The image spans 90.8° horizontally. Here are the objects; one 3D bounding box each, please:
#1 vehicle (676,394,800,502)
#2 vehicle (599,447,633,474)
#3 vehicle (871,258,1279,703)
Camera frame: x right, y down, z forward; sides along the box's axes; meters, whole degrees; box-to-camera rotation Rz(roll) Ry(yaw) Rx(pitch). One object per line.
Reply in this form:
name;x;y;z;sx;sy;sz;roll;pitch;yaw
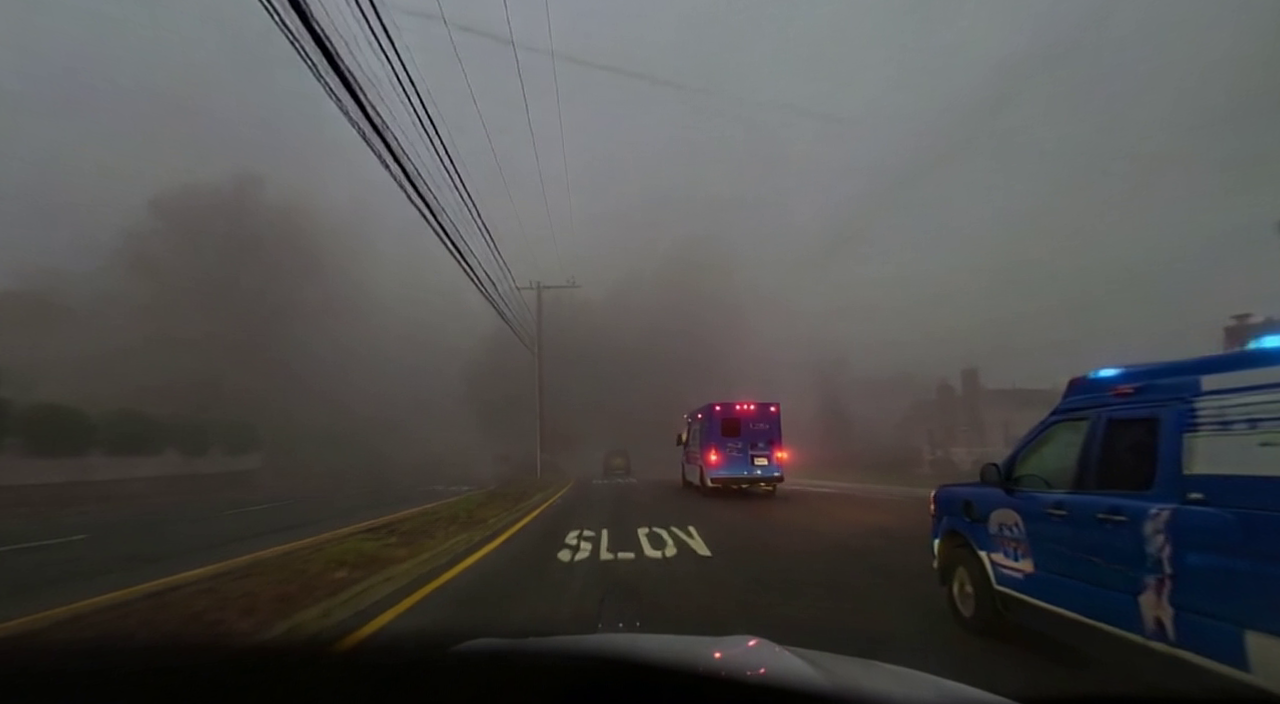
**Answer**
vehicle;2.652;2.865;18.929;2.406;2.687;5.521;-1;-9;-4
vehicle;-1.726;7.530;44.017;2.114;1.707;3.725;0;-9;-5
vehicle;3.182;0.769;2.918;2.194;1.922;4.822;-1;-9;-2
